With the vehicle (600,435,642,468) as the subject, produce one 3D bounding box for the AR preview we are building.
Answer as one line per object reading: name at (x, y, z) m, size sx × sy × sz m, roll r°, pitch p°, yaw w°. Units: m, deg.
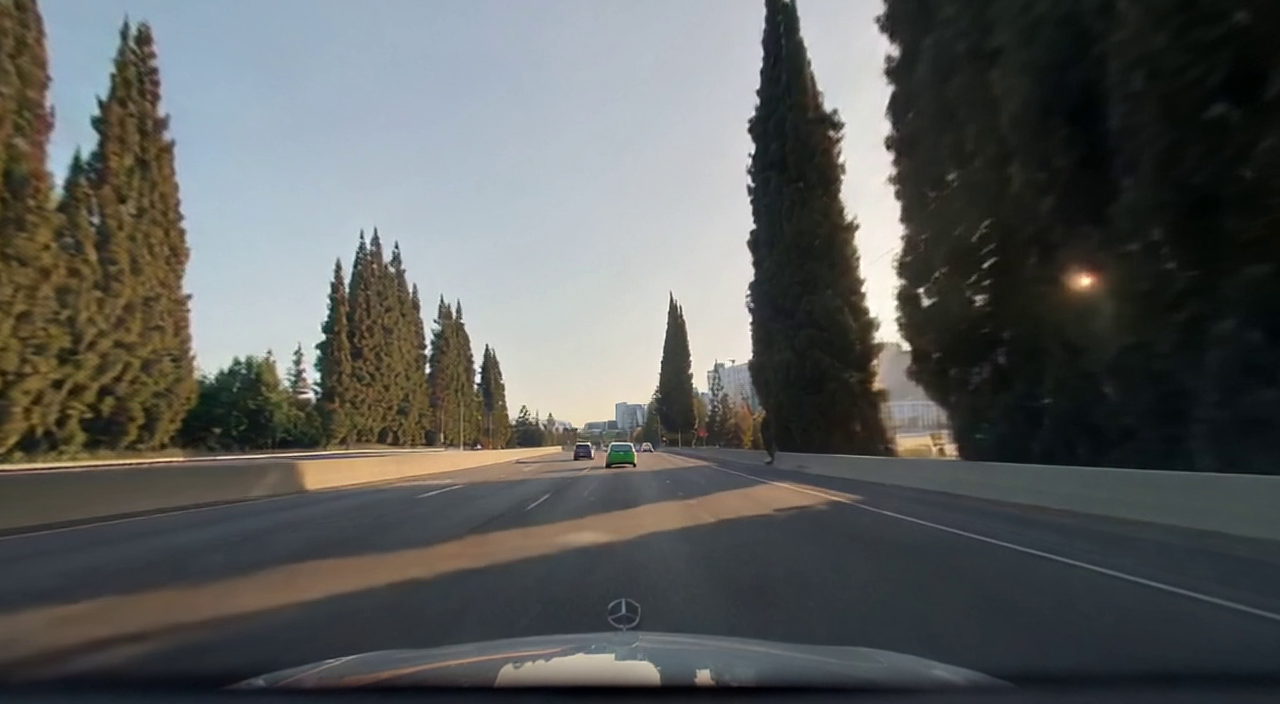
vehicle at (-1.116, 5.837, 37.070) m, size 2.302 × 1.810 × 4.707 m, roll 0°, pitch -8°, yaw -1°
